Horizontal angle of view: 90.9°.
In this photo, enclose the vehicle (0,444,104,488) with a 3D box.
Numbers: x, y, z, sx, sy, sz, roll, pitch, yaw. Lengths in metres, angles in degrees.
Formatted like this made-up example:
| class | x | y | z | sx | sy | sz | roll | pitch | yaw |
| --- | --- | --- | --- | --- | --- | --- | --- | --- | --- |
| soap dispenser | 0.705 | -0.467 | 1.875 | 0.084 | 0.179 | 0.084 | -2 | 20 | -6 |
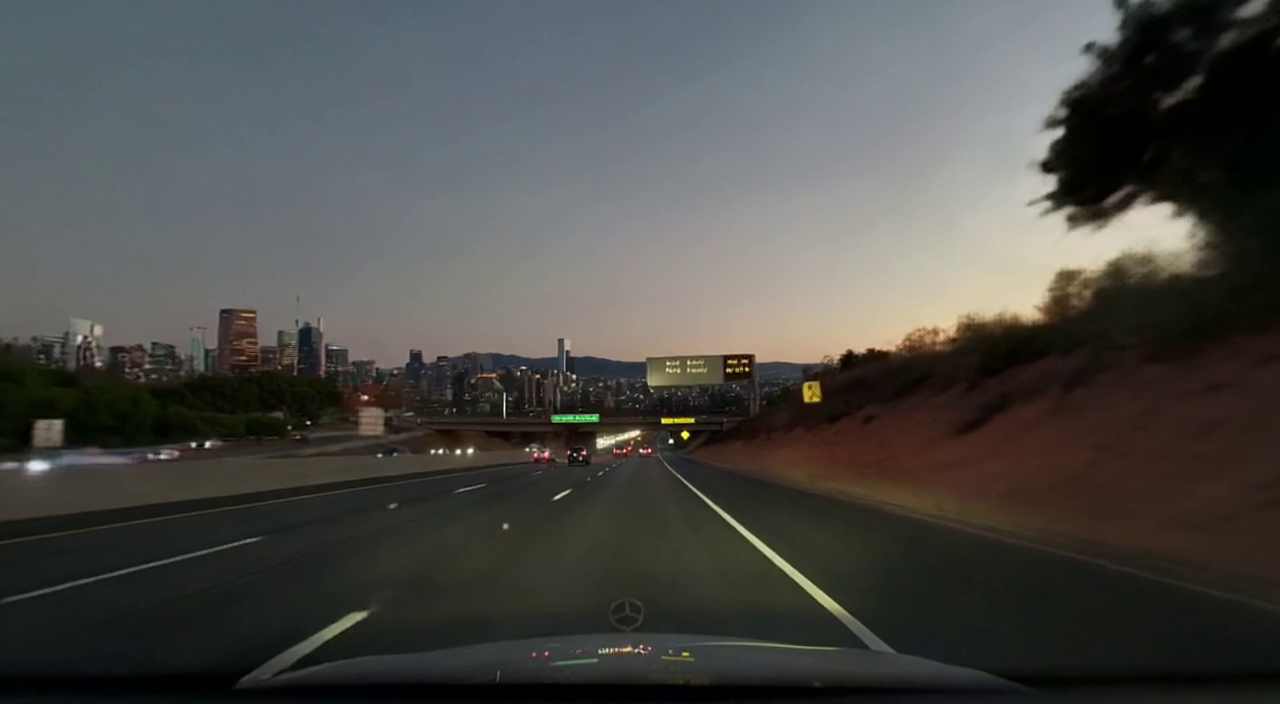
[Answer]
| class | x | y | z | sx | sy | sz | roll | pitch | yaw |
| --- | --- | --- | --- | --- | --- | --- | --- | --- | --- |
| vehicle | -20.615 | 3.852 | 21.595 | 1.569 | 1.354 | 3.241 | 0 | -8 | 1 |
